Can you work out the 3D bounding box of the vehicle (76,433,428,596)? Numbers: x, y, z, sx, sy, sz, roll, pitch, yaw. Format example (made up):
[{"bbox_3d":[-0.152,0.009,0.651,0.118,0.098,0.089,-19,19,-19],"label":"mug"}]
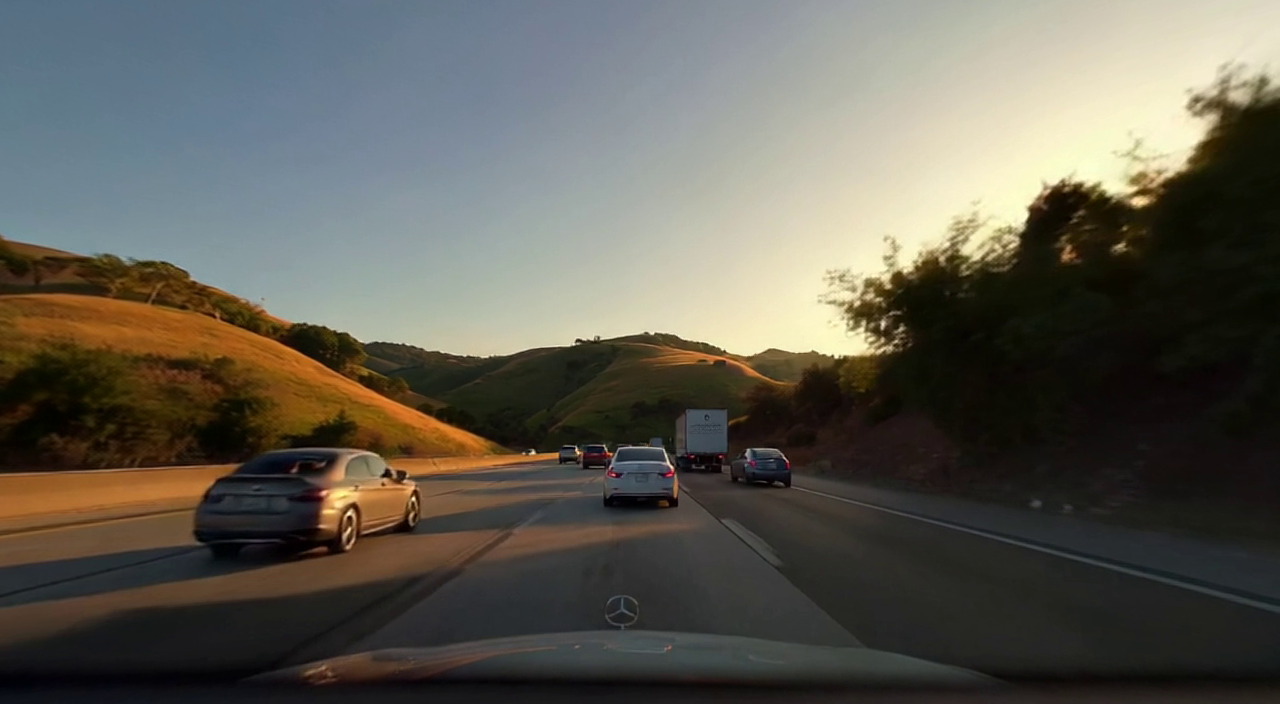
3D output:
[{"bbox_3d":[-4.258,1.817,7.820,1.848,1.486,3.832,0,-9,1],"label":"vehicle"}]

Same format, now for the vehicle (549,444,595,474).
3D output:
[{"bbox_3d":[-4.077,6.488,38.408,2.211,1.669,4.224,0,-9,1],"label":"vehicle"}]

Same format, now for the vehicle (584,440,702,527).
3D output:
[{"bbox_3d":[0.060,2.582,12.815,2.041,1.484,3.535,0,-9,0],"label":"vehicle"}]

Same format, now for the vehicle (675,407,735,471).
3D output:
[{"bbox_3d":[4.586,6.795,48.301,3.194,4.038,16.301,0,-9,1],"label":"vehicle"}]

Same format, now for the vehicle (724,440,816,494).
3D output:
[{"bbox_3d":[4.183,3.791,21.137,2.029,1.579,4.484,0,-9,-1],"label":"vehicle"}]
